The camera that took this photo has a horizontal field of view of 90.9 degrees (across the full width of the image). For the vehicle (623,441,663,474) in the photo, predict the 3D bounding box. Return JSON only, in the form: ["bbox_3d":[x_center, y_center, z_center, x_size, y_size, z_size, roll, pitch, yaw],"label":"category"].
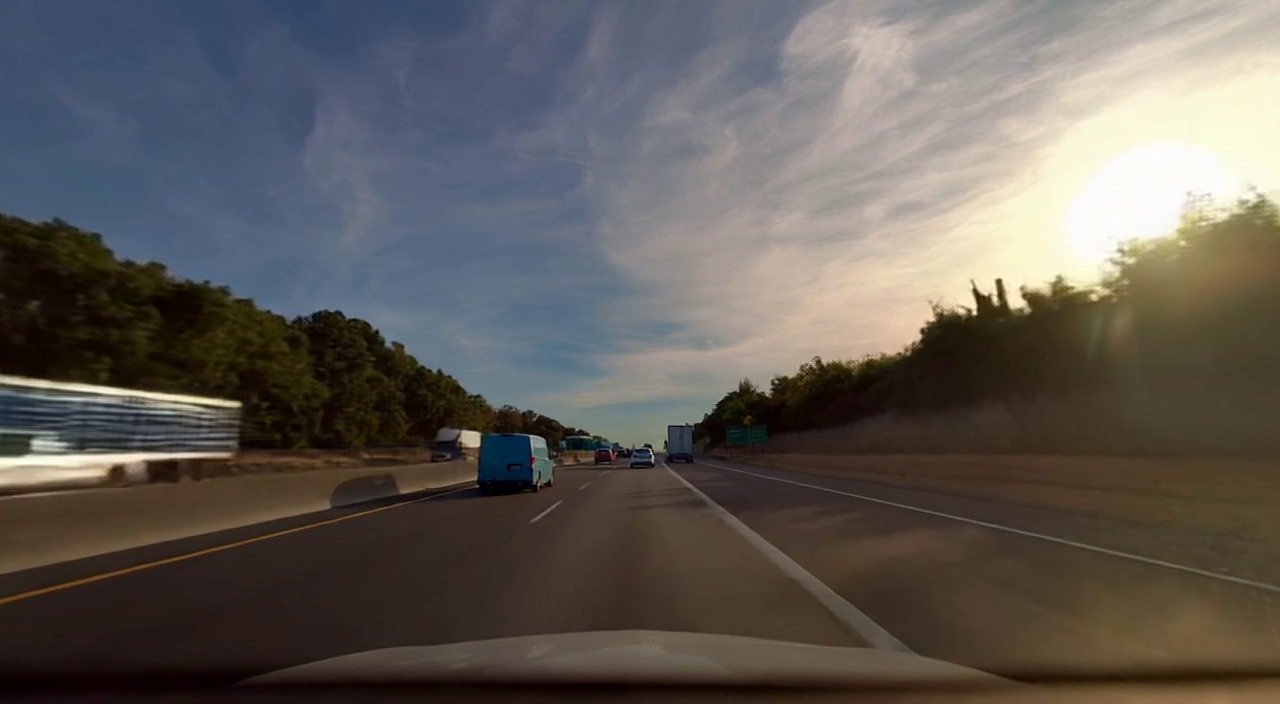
[{"bbox_3d":[0.171,6.255,37.405,2.209,1.825,4.036,0,-9,0],"label":"vehicle"}]

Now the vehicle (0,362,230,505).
[{"bbox_3d":[-19.828,2.749,20.674,2.991,4.059,14.361,0,-9,0],"label":"vehicle"}]

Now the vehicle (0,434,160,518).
[{"bbox_3d":[-15.061,3.076,16.100,1.871,1.823,4.704,0,-9,-1],"label":"vehicle"}]

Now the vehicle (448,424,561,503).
[{"bbox_3d":[-3.794,3.254,18.705,2.167,1.991,5.062,0,-9,1],"label":"vehicle"}]
